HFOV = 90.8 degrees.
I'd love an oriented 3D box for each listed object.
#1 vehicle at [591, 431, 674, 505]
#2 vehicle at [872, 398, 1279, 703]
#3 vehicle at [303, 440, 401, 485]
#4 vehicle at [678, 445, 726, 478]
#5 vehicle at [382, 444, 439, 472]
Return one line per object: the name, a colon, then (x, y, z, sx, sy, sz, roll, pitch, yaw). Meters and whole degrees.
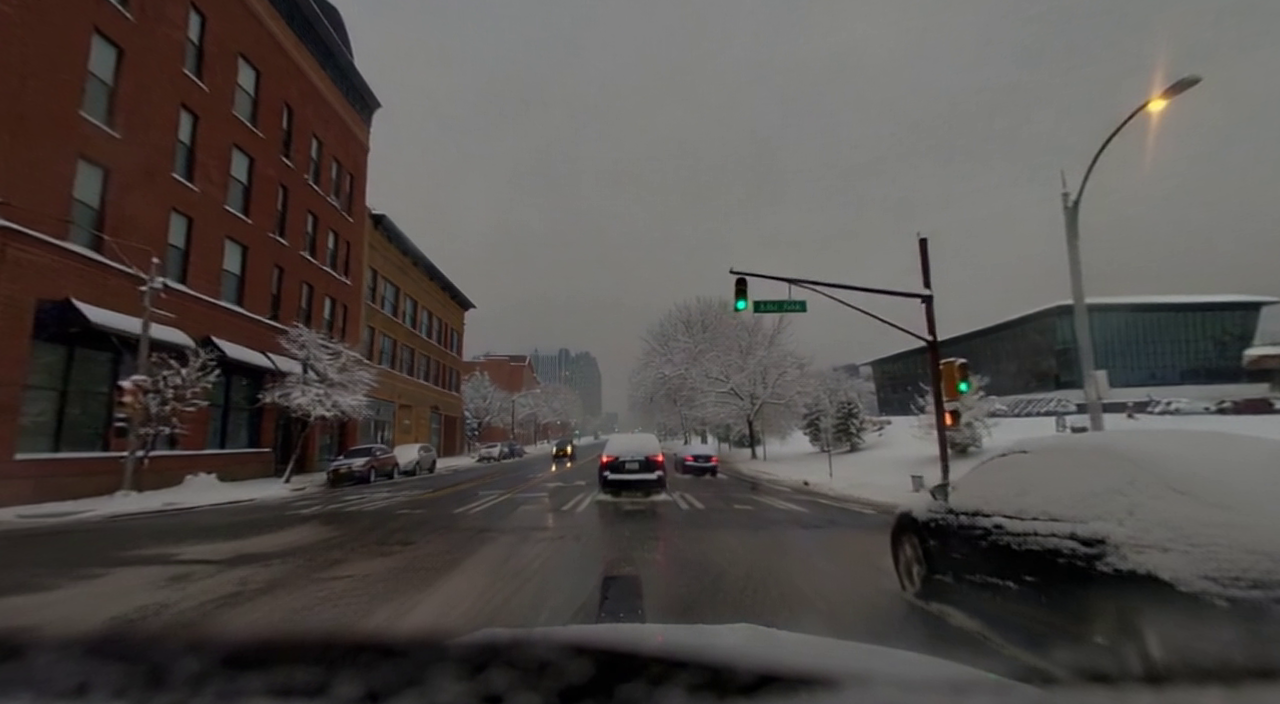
vehicle: (-0.230, 3.287, 18.363, 2.105, 1.842, 4.537, 0, -8, -1)
vehicle: (3.261, 1.140, 3.723, 2.026, 1.499, 4.662, 0, -8, 0)
vehicle: (-14.273, 5.476, 31.782, 2.191, 2.011, 5.556, 0, -8, 2)
vehicle: (2.901, 5.249, 30.537, 1.852, 1.462, 4.155, 0, -8, -1)
vehicle: (-14.311, 6.609, 39.667, 1.891, 1.659, 4.360, 0, -8, 0)
